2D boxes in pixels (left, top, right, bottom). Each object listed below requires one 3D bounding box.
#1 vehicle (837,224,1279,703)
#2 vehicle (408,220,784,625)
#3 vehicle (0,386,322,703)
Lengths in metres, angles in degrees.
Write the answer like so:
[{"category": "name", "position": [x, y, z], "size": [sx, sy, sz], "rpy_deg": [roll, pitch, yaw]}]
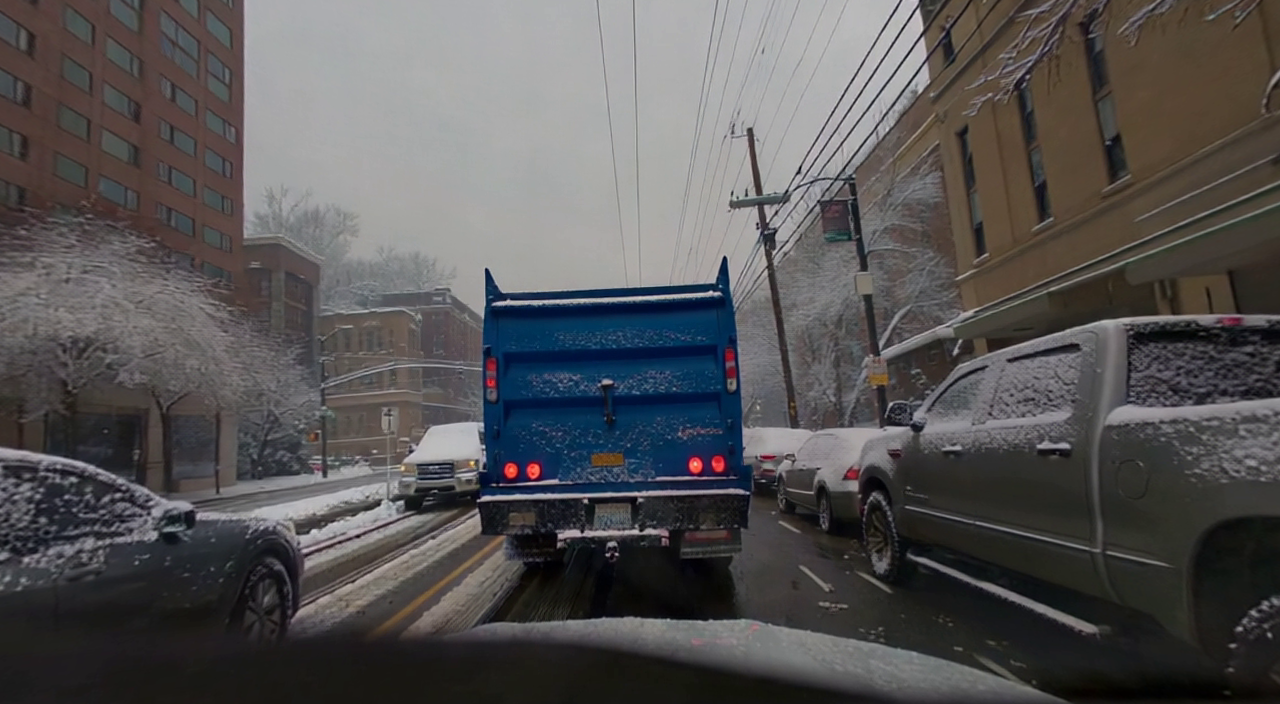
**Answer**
[{"category": "vehicle", "position": [3.238, 0.845, 3.863], "size": [2.242, 1.979, 5.722], "rpy_deg": [0, -8, 0]}, {"category": "vehicle", "position": [-0.237, 1.101, 9.139], "size": [2.878, 3.204, 8.244], "rpy_deg": [0, -8, 2]}, {"category": "vehicle", "position": [-4.126, 1.122, 3.861], "size": [1.988, 1.657, 4.492], "rpy_deg": [0, -8, 0]}]
